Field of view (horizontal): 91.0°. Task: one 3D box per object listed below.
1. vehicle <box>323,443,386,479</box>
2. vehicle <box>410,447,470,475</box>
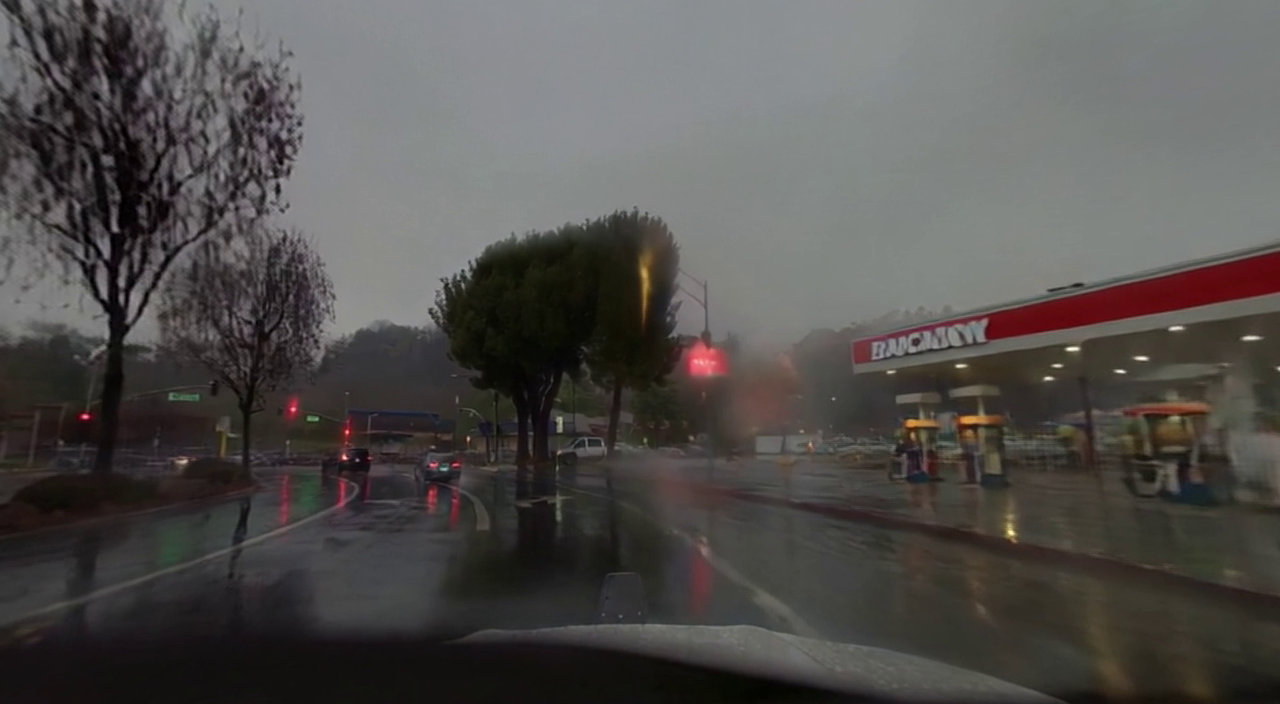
[{"bbox_3d":[-17.386,6.554,38.215,2.254,2.006,4.766,8,-11,-38],"label":"vehicle"},{"bbox_3d":[-14.251,7.731,44.754,2.202,1.822,4.826,8,-12,-40],"label":"vehicle"}]
